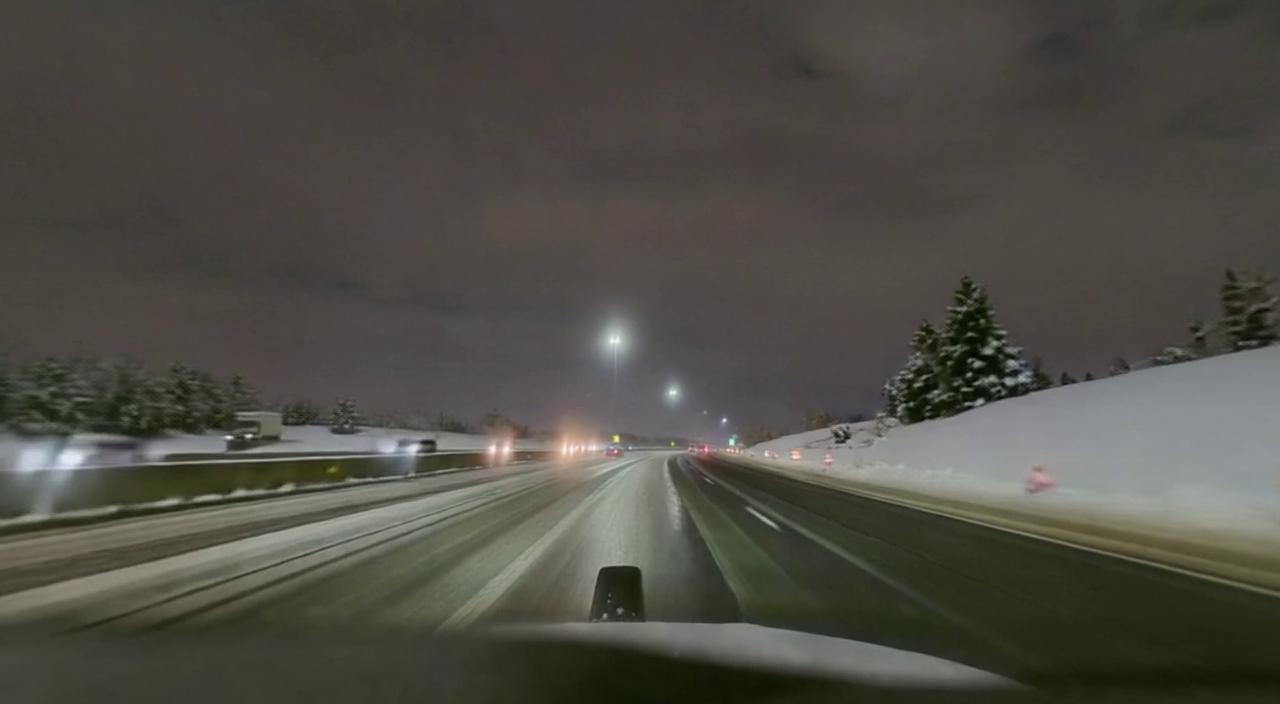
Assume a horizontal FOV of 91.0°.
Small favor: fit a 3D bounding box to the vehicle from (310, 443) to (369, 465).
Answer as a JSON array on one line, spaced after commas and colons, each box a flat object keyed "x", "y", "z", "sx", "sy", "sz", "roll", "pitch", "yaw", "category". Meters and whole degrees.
[{"x": -21.816, "y": 7.469, "z": 45.989, "sx": 1.859, "sy": 1.506, "sz": 4.648, "roll": 0, "pitch": -9, "yaw": 2, "category": "vehicle"}]

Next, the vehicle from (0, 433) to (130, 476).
[{"x": -25.519, "y": 4.471, "z": 27.601, "sx": 1.952, "sy": 1.692, "sz": 5.068, "roll": 0, "pitch": -9, "yaw": 2, "category": "vehicle"}]

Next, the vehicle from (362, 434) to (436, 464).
[{"x": -15.303, "y": 6.220, "z": 40.349, "sx": 2.219, "sy": 1.751, "sz": 5.734, "roll": 0, "pitch": -9, "yaw": 3, "category": "vehicle"}]
